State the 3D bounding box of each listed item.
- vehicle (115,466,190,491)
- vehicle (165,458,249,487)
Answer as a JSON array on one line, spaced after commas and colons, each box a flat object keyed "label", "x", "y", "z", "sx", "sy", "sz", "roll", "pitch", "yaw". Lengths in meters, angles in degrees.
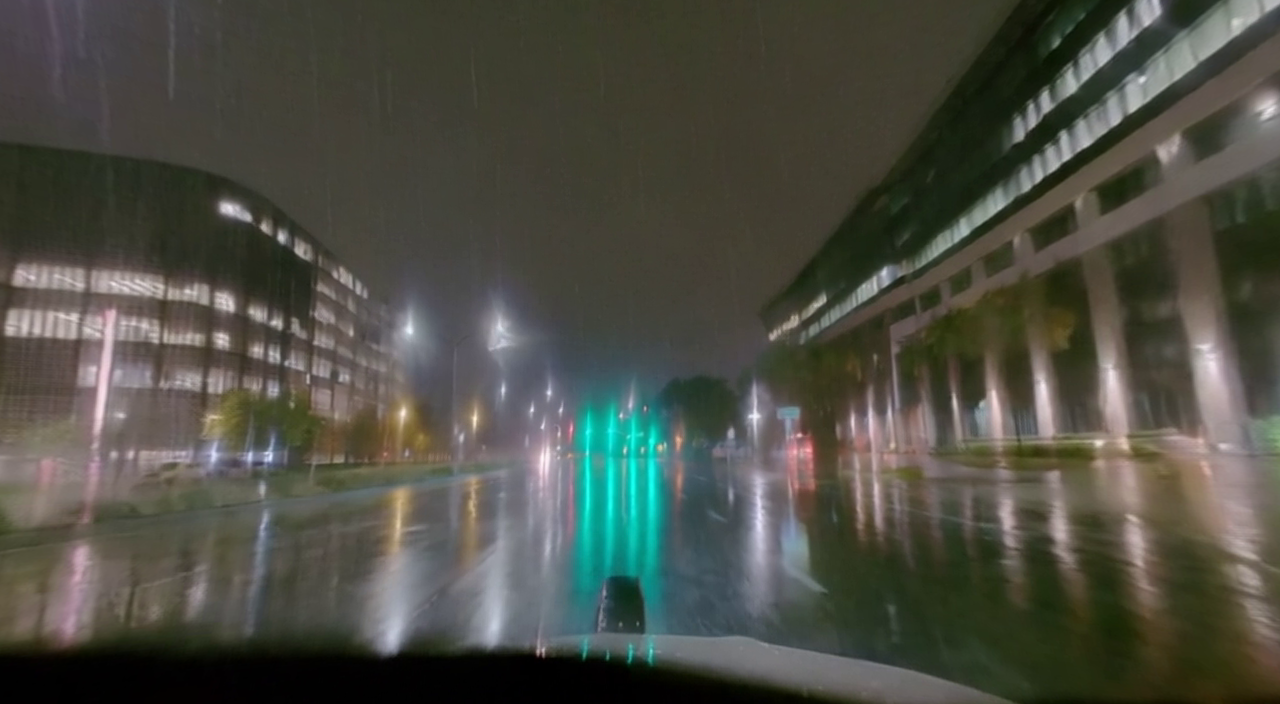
[{"label": "vehicle", "x": -33.758, "y": 8.743, "z": 43.882, "sx": 1.868, "sy": 1.467, "sz": 4.423, "roll": 0, "pitch": -9, "yaw": -3}, {"label": "vehicle", "x": -33.920, "y": 9.402, "z": 49.827, "sx": 2.483, "sy": 2.000, "sz": 6.110, "roll": 0, "pitch": -9, "yaw": -3}]
